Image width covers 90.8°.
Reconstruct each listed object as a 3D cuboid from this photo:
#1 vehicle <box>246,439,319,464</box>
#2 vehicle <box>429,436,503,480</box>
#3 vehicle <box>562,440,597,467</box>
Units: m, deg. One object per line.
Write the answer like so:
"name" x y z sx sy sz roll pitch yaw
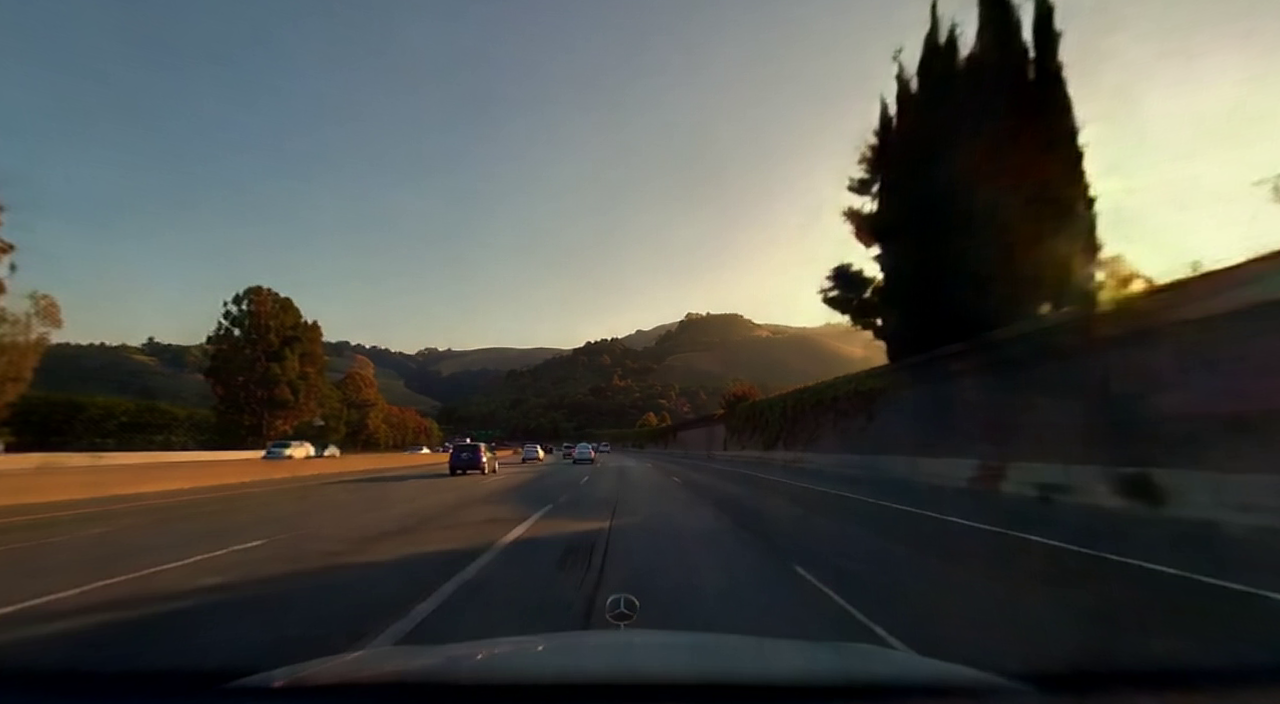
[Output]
"vehicle" -27.812 7.778 49.451 2.368 1.845 5.789 0 -9 -1
"vehicle" -7.687 4.723 28.473 2.074 1.768 4.805 0 -9 -1
"vehicle" -4.127 7.005 43.723 2.115 1.713 4.263 0 -9 -2
